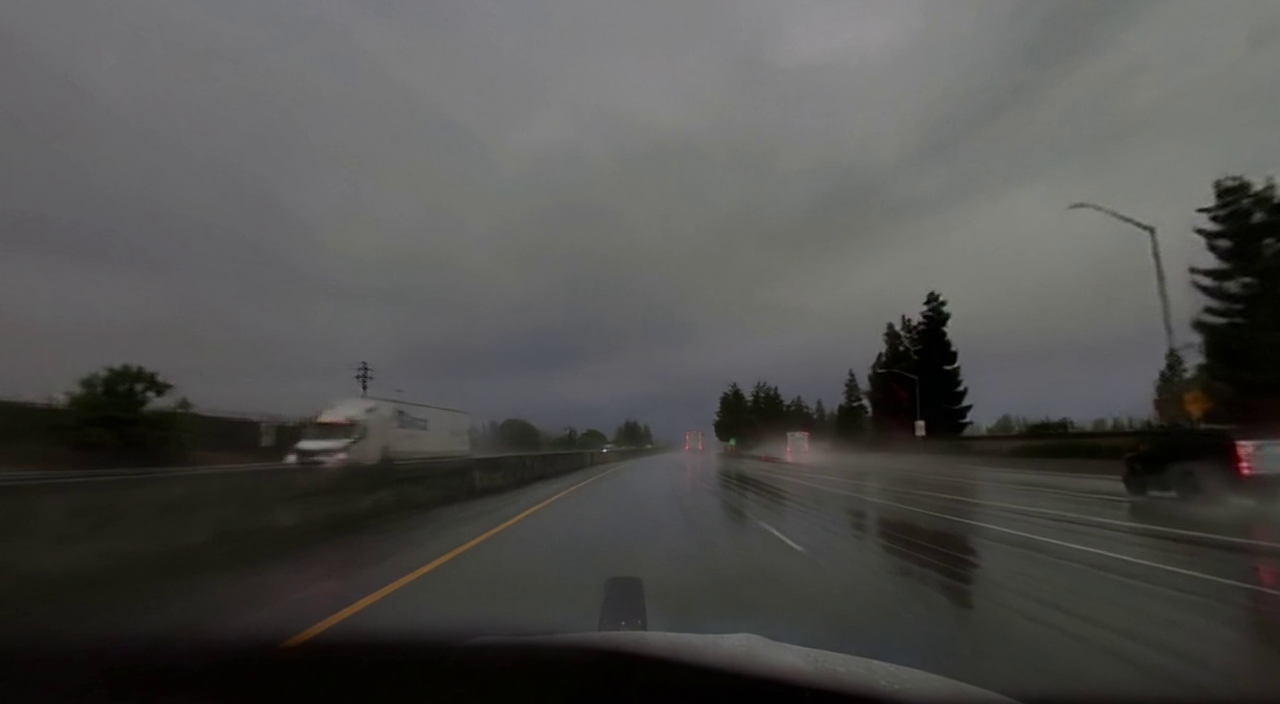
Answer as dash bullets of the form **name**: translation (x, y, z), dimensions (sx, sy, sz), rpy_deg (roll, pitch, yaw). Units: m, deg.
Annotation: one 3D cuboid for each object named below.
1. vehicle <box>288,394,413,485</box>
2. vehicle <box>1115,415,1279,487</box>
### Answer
- **vehicle**: translation (-14.039, 4.388, 31.220), dimensions (2.989, 4.026, 5.892), rpy_deg (-1, -9, 4)
- **vehicle**: translation (16.477, 2.831, 18.038), dimensions (2.061, 1.776, 4.476), rpy_deg (0, -9, -3)
